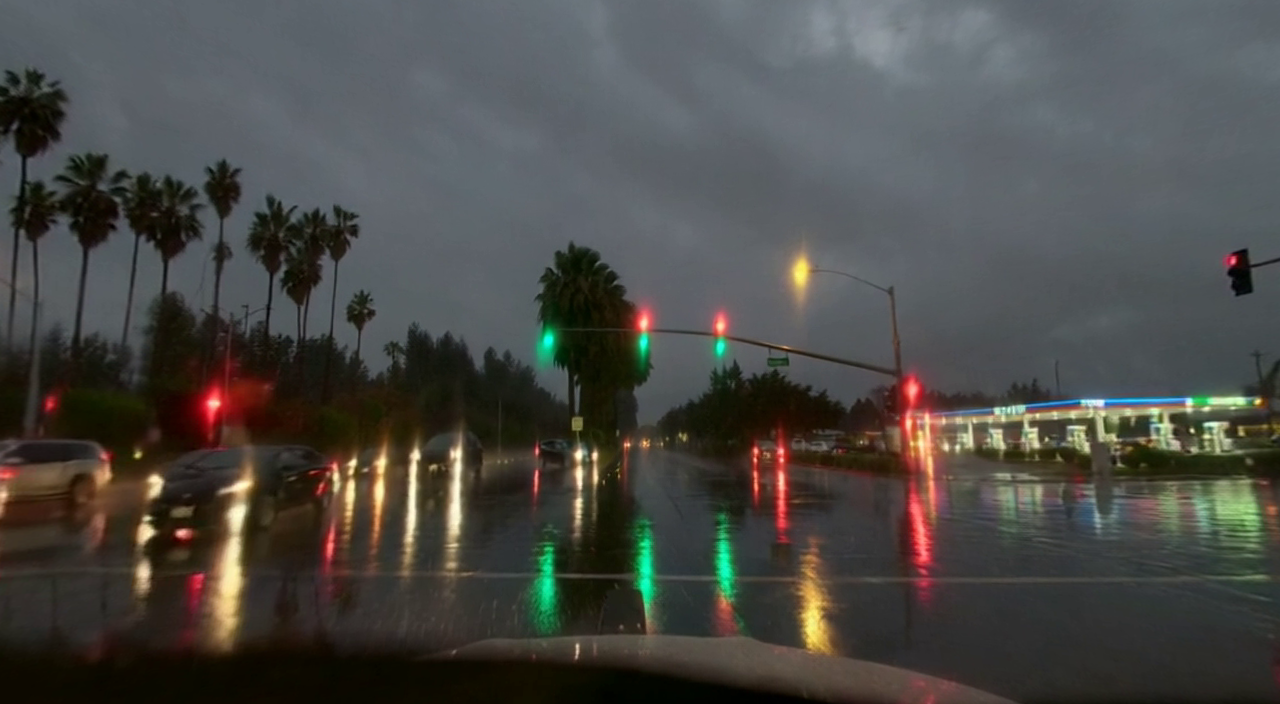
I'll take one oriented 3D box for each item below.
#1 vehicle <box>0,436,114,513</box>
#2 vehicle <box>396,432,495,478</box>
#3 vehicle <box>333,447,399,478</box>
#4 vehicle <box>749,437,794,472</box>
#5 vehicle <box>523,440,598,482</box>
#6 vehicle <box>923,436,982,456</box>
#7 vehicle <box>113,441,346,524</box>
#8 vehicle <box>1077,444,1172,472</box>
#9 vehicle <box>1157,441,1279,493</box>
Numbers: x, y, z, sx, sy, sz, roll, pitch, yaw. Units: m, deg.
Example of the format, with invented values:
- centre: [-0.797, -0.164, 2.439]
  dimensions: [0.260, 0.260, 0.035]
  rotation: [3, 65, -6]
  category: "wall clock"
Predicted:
- centre: [-15.250, 2.796, 14.481]
  dimensions: [1.852, 1.705, 5.263]
  rotation: [0, -9, -1]
  category: "vehicle"
- centre: [-8.629, 4.647, 28.776]
  dimensions: [2.609, 1.865, 5.875]
  rotation: [0, -9, 0]
  category: "vehicle"
- centre: [-15.122, 6.085, 35.115]
  dimensions: [1.809, 1.605, 4.033]
  rotation: [0, -9, 0]
  category: "vehicle"
- centre: [6.949, 5.482, 33.890]
  dimensions: [1.929, 1.719, 4.892]
  rotation: [-1, -9, 7]
  category: "vehicle"
- centre: [-3.385, 4.425, 25.965]
  dimensions: [2.079, 1.490, 5.064]
  rotation: [3, -9, -19]
  category: "vehicle"
- centre: [22.561, 6.774, 45.654]
  dimensions: [3.356, 1.395, 1.559]
  rotation: [0, -9, -1]
  category: "vehicle"
- centre: [-8.679, 2.769, 14.045]
  dimensions: [2.034, 1.510, 4.647]
  rotation: [0, -9, 0]
  category: "vehicle"
- centre: [24.278, 5.306, 31.732]
  dimensions: [3.474, 1.376, 1.538]
  rotation: [0, -9, -2]
  category: "vehicle"
- centre: [18.689, 3.404, 18.813]
  dimensions: [5.015, 1.446, 1.862]
  rotation: [0, -9, -3]
  category: "vehicle"
